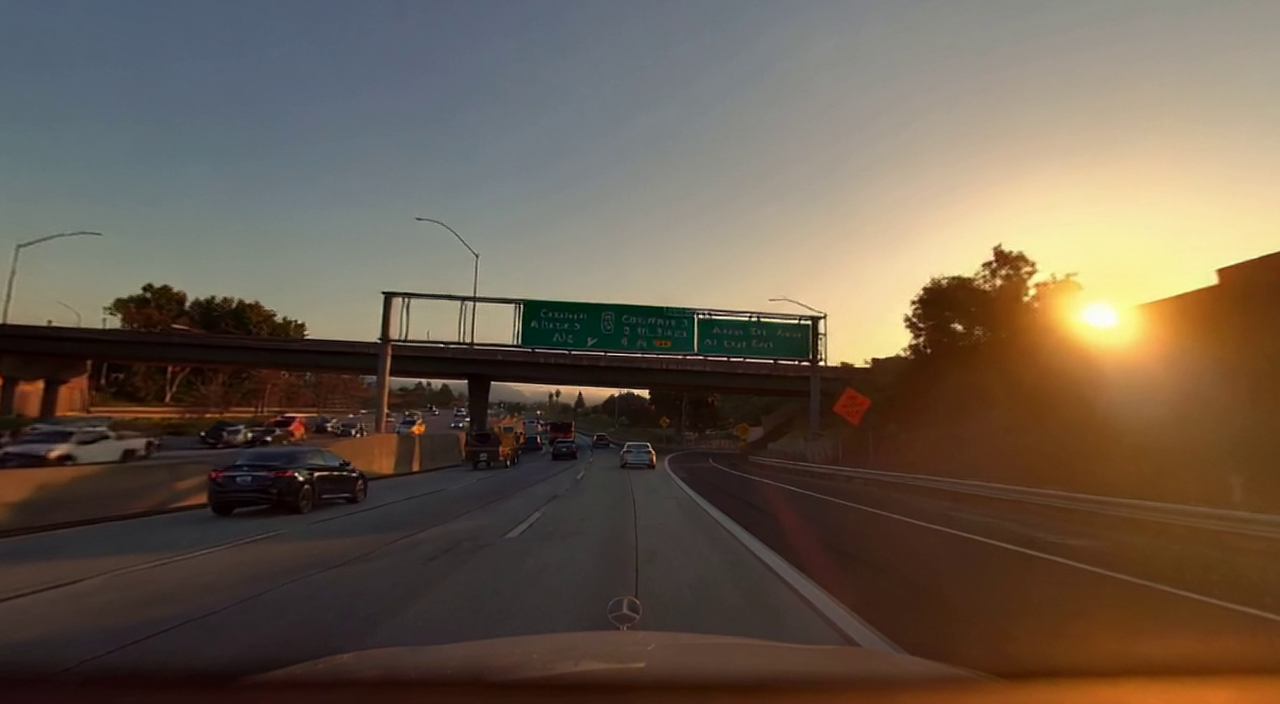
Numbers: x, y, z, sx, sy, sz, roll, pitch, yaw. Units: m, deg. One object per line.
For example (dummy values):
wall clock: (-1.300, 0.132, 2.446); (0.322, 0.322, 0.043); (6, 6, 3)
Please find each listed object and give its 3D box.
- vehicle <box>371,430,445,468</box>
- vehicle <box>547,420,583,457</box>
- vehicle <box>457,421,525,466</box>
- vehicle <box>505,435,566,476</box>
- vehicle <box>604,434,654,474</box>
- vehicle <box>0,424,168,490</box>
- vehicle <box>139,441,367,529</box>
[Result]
vehicle: (-12.120, 5.112, 33.368); (2.079, 1.807, 5.187); (0, -8, -2)
vehicle: (-5.719, 6.715, 48.947); (2.279, 2.672, 5.256); (0, -8, -2)
vehicle: (-8.574, 5.355, 37.027); (2.773, 2.402, 6.232); (0, -8, -3)
vehicle: (-4.440, 4.464, 27.518); (2.005, 1.631, 4.295); (0, -8, -1)
vehicle: (-0.536, 4.592, 28.620); (2.092, 1.671, 3.772); (0, -8, -2)
vehicle: (-15.986, 2.897, 17.630); (2.083, 1.577, 4.648); (0, -8, -2)
vehicle: (-7.547, 2.589, 12.959); (1.896, 1.465, 4.399); (0, -8, 0)
